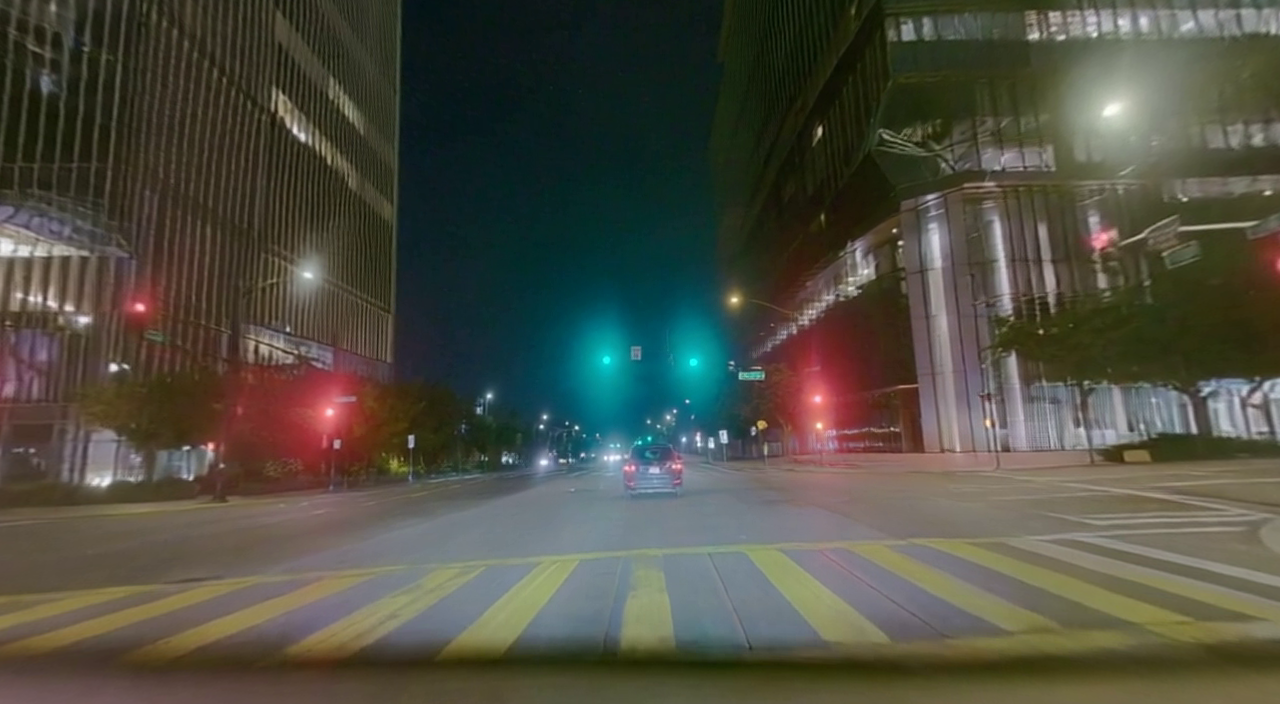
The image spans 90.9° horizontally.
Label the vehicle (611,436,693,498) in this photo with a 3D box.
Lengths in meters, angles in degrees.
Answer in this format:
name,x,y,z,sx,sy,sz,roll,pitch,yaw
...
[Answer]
name,x,y,z,sx,sy,sz,roll,pitch,yaw
vehicle,0.264,3.387,18.951,2.184,1.640,4.086,0,-8,-2
